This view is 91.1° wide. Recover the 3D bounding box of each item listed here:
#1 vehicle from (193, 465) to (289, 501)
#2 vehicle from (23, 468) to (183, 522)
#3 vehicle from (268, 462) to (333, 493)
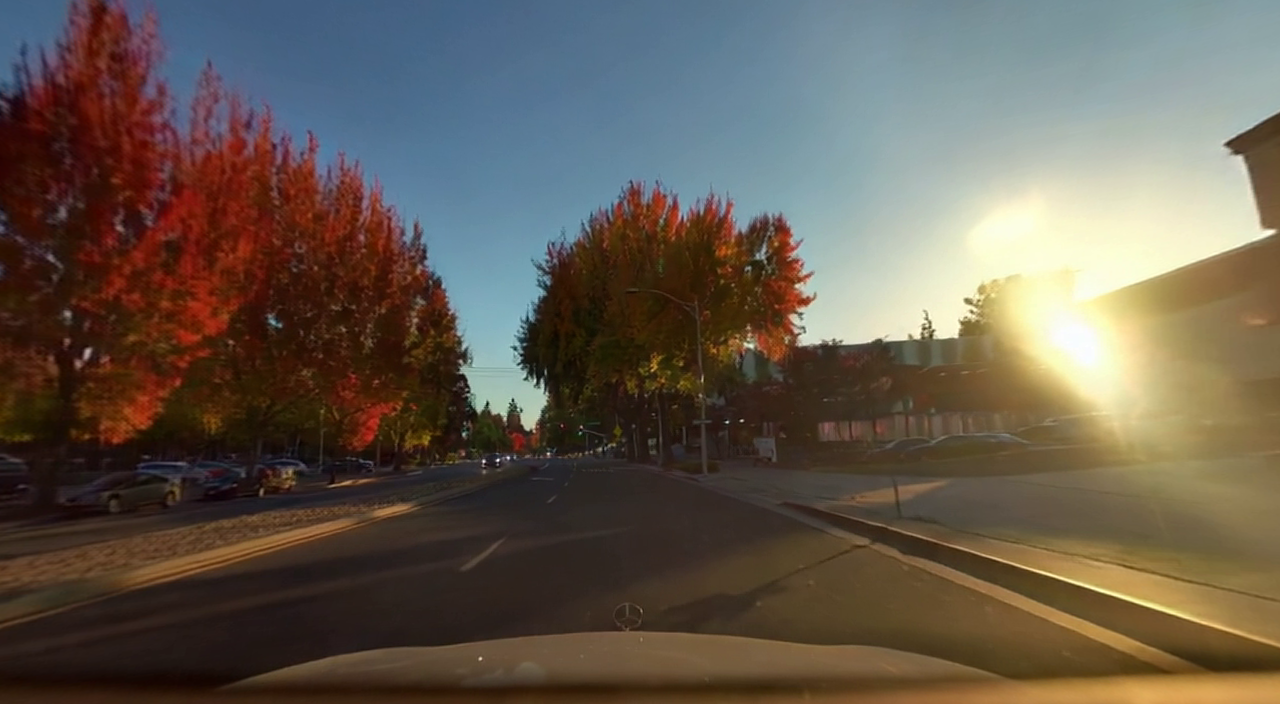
[{"bbox_3d":[-19.444,6.388,30.865,1.887,1.490,4.432,0,-9,-2],"label":"vehicle"},{"bbox_3d":[-18.769,4.970,22.284,1.956,1.550,4.375,0,-9,-3],"label":"vehicle"},{"bbox_3d":[-20.016,7.369,37.175,1.896,1.495,4.108,-4,-9,-6],"label":"vehicle"}]
